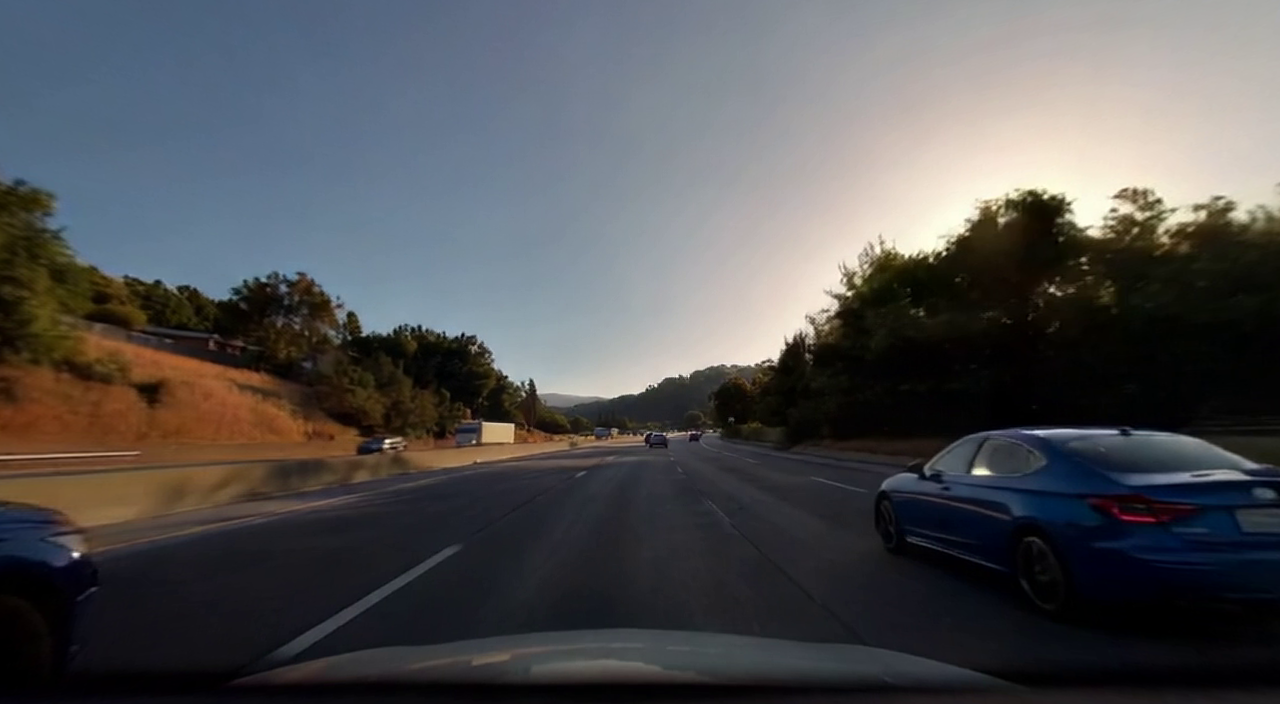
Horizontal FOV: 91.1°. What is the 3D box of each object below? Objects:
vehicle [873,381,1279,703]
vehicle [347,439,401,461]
[{"bbox_3d":[3.564,1.123,4.591,1.982,1.452,4.294,0,-8,-2],"label":"vehicle"},{"bbox_3d":[-19.162,7.070,45.490,1.829,1.478,4.408,0,-8,3],"label":"vehicle"}]
